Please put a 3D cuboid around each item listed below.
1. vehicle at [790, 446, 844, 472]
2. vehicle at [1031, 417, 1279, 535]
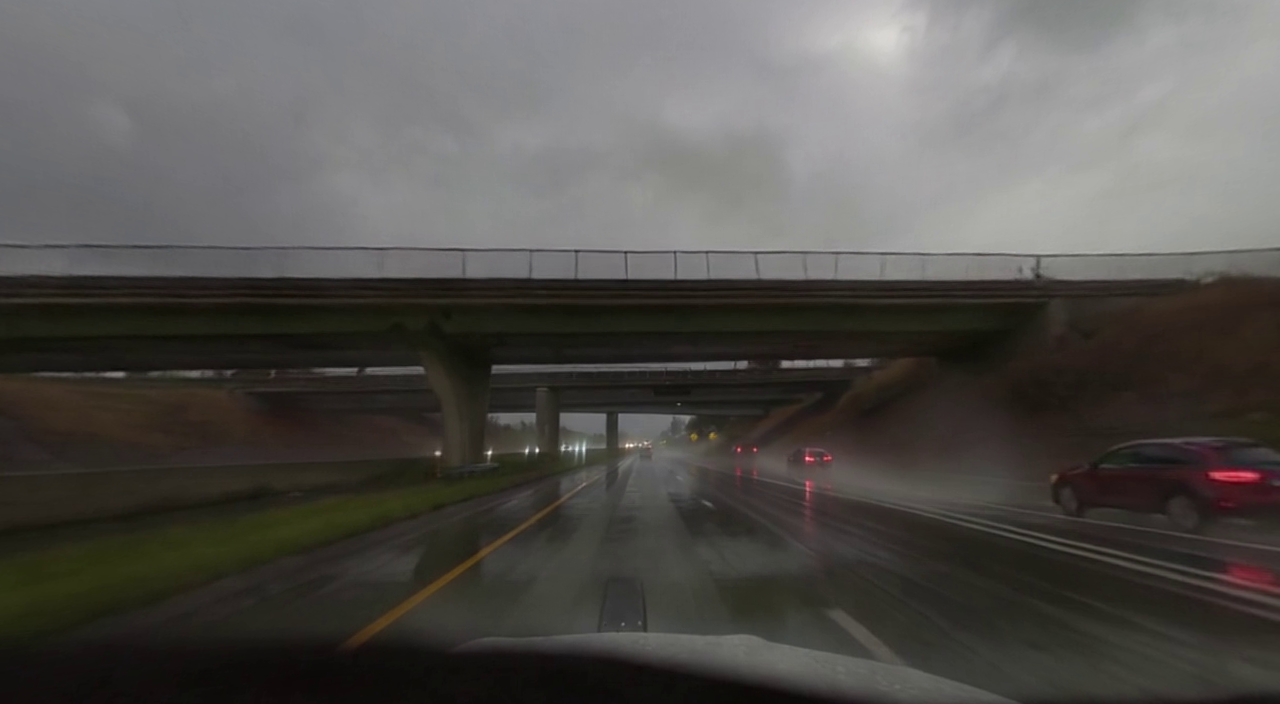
[{"bbox_3d":[10.748,6.491,38.418,1.927,1.472,4.076,0,-8,-3],"label":"vehicle"},{"bbox_3d":[12.244,2.685,14.350,2.533,2.111,5.525,1,-9,-8],"label":"vehicle"}]
